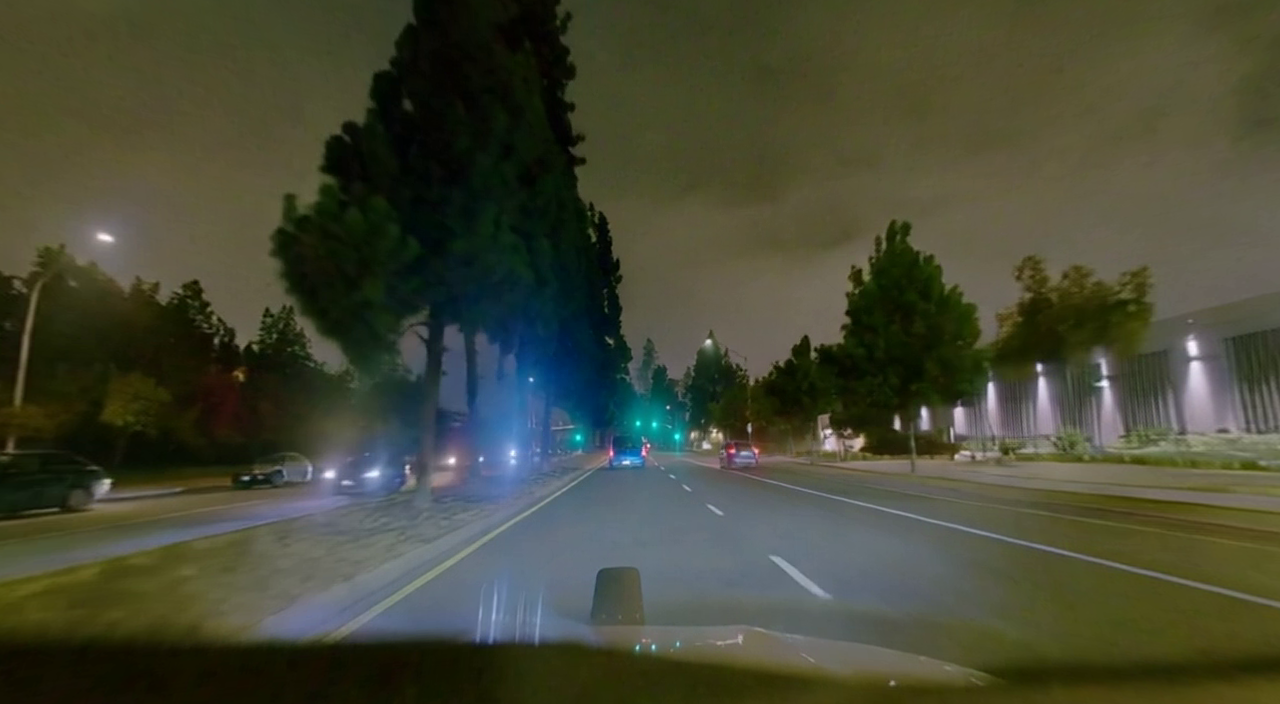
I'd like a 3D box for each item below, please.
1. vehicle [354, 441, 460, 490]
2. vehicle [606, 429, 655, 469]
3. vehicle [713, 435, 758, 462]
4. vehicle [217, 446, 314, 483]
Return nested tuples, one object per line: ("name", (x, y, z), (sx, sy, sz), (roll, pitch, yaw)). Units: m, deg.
("vehicle", (-7.756, 3.813, 21.551), (1.964, 1.478, 4.368), (0, -8, 0))
("vehicle", (-0.490, 5.153, 33.631), (2.411, 1.937, 5.186), (0, -8, 0))
("vehicle", (6.797, 6.929, 45.470), (2.364, 1.781, 4.854), (0, -8, -2))
("vehicle", (-18.548, 5.560, 31.563), (1.980, 1.712, 4.535), (0, -8, 1))
